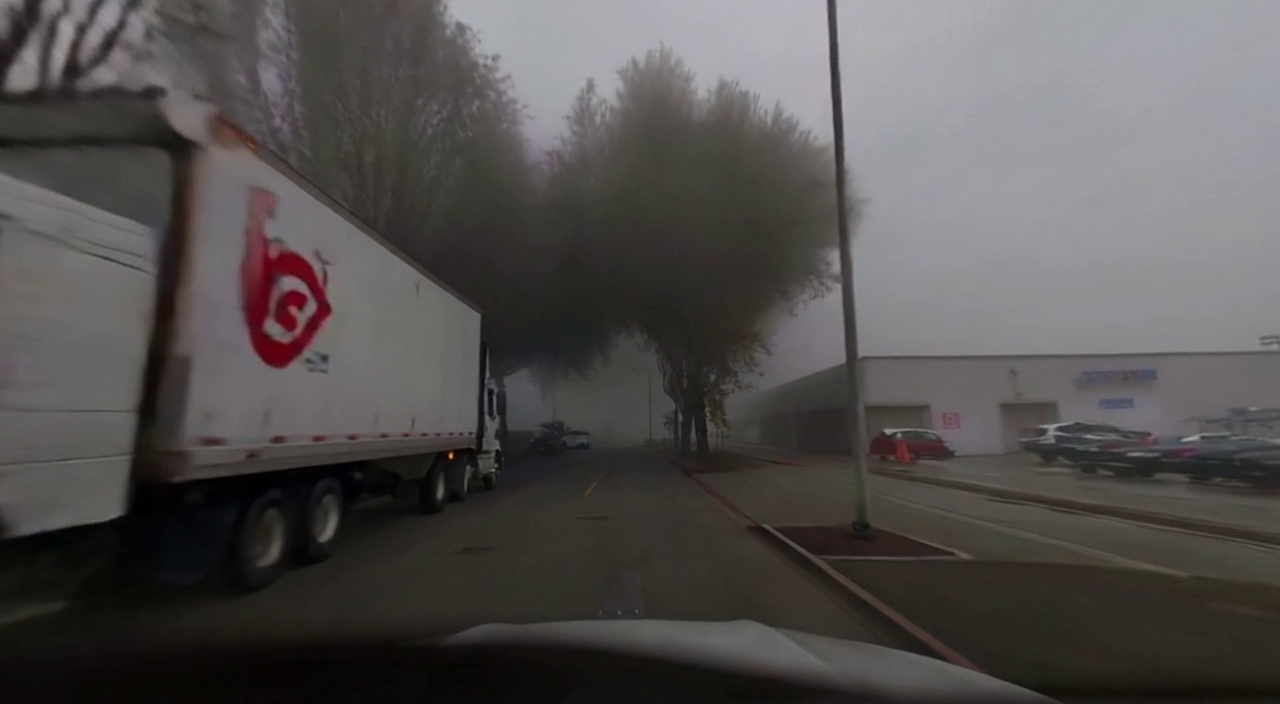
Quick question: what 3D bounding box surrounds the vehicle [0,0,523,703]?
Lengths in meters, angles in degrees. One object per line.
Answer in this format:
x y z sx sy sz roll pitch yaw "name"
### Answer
-4.844 0.484 10.051 2.976 4.754 15.127 0 -7 0 "vehicle"
